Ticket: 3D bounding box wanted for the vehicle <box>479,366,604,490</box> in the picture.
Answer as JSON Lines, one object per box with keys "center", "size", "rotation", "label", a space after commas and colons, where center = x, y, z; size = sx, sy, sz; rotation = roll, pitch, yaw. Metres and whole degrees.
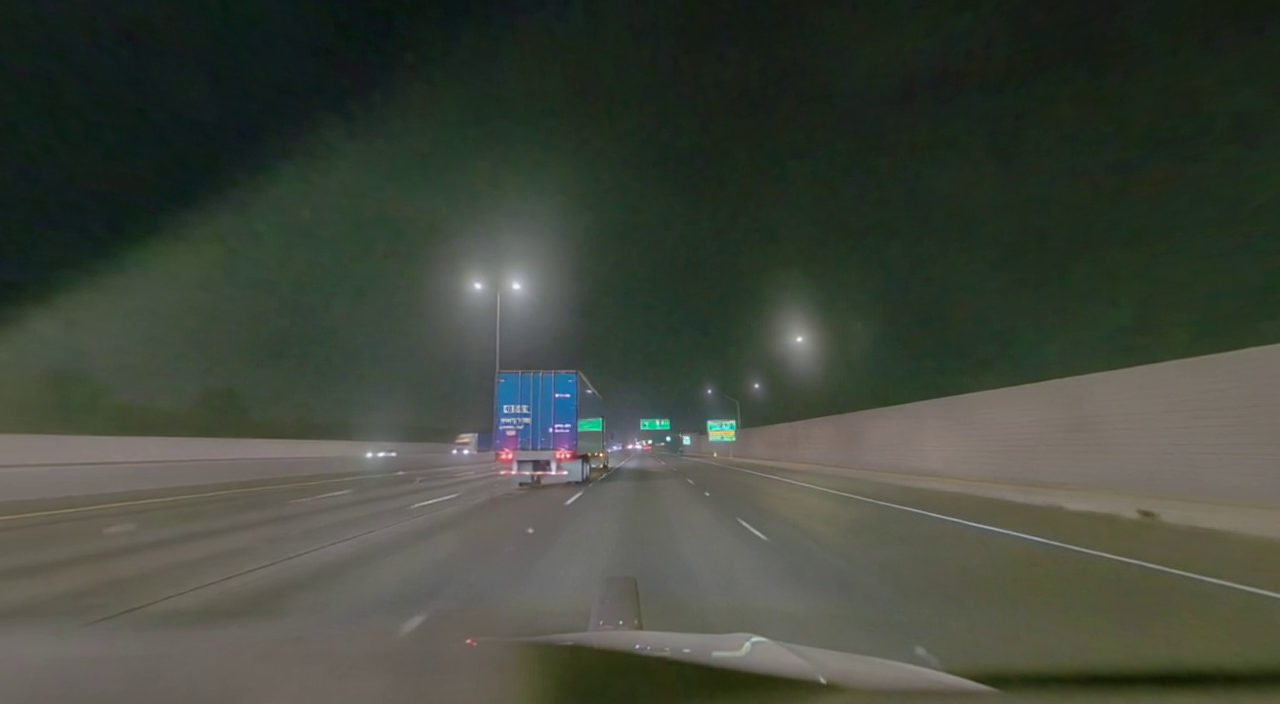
{"center": [-3.460, 3.258, 25.709], "size": [3.059, 3.956, 11.036], "rotation": [0, -9, 1], "label": "vehicle"}
